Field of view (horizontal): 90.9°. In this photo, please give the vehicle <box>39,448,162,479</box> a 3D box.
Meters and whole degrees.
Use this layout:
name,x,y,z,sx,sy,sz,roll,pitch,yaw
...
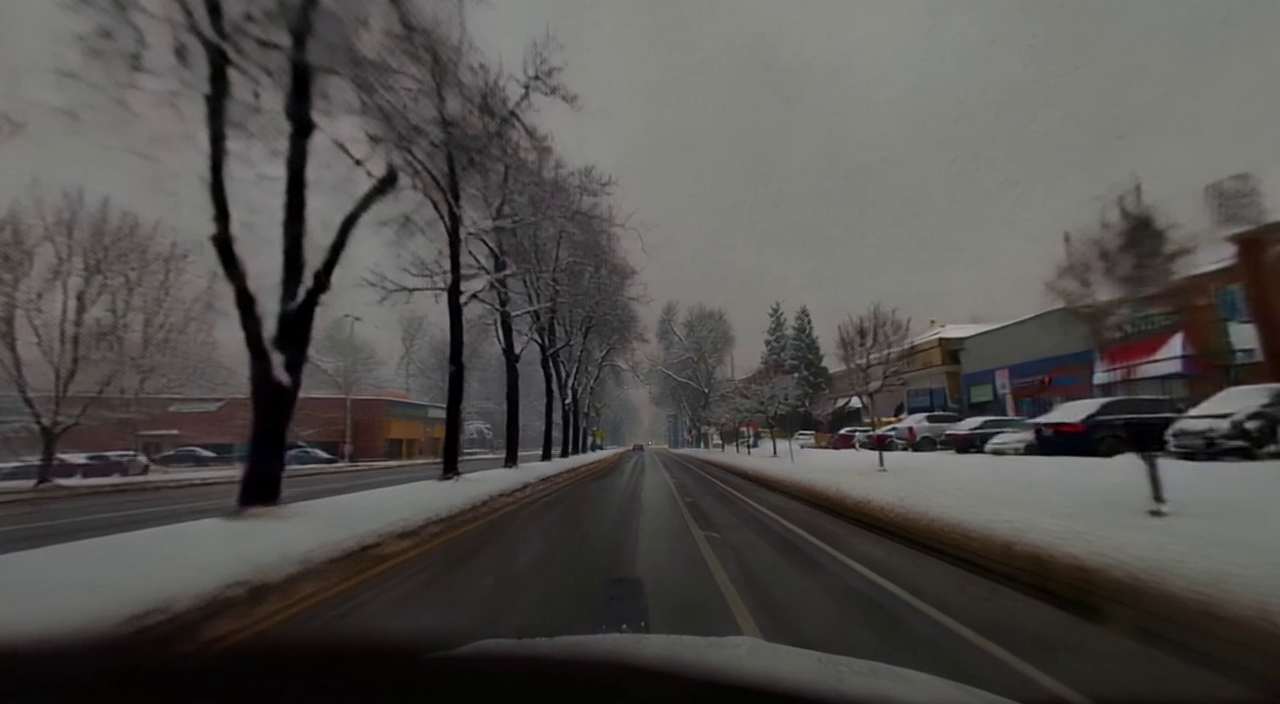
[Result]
name,x,y,z,sx,sy,sz,roll,pitch,yaw
vehicle,-31.342,6.456,36.724,5.115,1.744,2.000,0,-9,-3

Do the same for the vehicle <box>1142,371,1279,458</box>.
name,x,y,z,sx,sy,sz,roll,pitch,yaw
vehicle,12.959,1.299,12.663,3.998,1.612,1.980,0,-9,-1

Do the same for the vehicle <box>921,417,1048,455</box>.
name,x,y,z,sx,sy,sz,roll,pitch,yaw
vehicle,13.419,3.321,24.733,3.820,1.413,1.952,0,-9,0
